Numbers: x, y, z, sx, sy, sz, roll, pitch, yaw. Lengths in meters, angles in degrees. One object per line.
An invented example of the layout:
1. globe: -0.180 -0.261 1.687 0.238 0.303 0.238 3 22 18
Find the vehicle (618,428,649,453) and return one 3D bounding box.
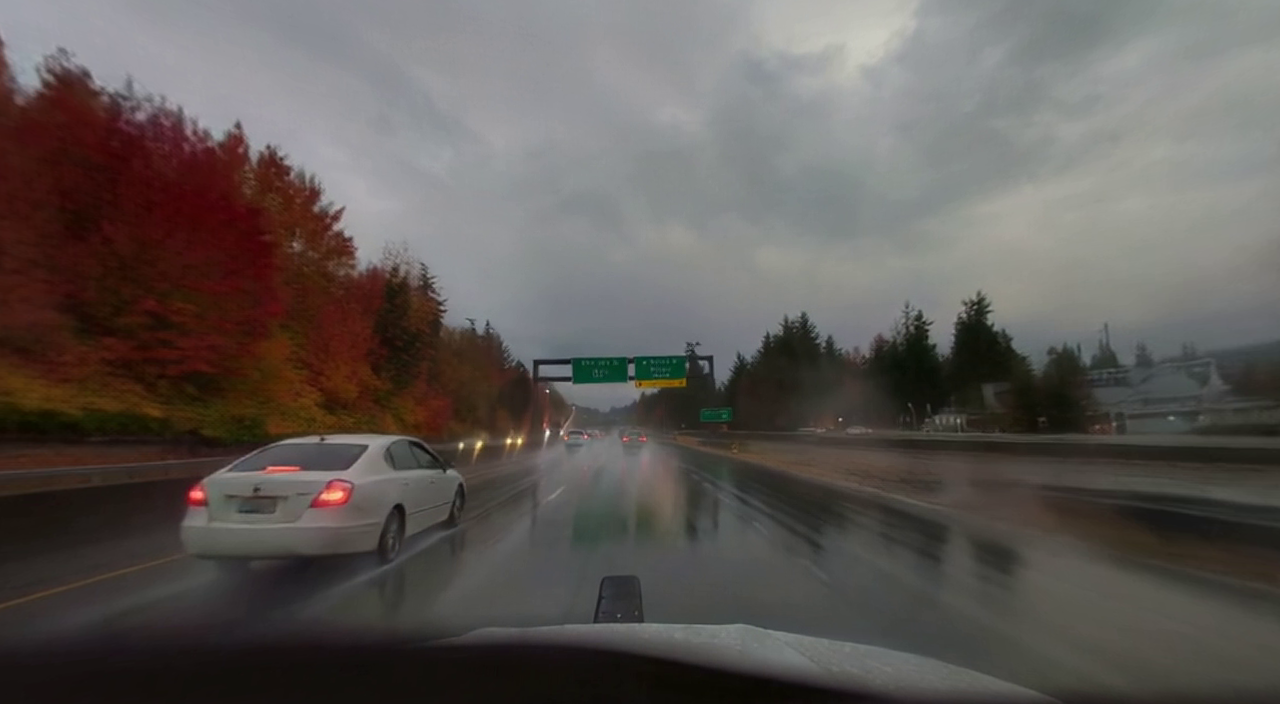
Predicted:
1. vehicle: -0.483 6.170 43.841 2.054 1.609 3.859 0 -8 -1

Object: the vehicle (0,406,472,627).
1. vehicle: -3.417 1.450 6.701 1.989 1.497 4.645 0 -8 0

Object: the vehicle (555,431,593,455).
1. vehicle: -4.344 6.023 41.733 2.071 1.524 4.398 0 -8 0
